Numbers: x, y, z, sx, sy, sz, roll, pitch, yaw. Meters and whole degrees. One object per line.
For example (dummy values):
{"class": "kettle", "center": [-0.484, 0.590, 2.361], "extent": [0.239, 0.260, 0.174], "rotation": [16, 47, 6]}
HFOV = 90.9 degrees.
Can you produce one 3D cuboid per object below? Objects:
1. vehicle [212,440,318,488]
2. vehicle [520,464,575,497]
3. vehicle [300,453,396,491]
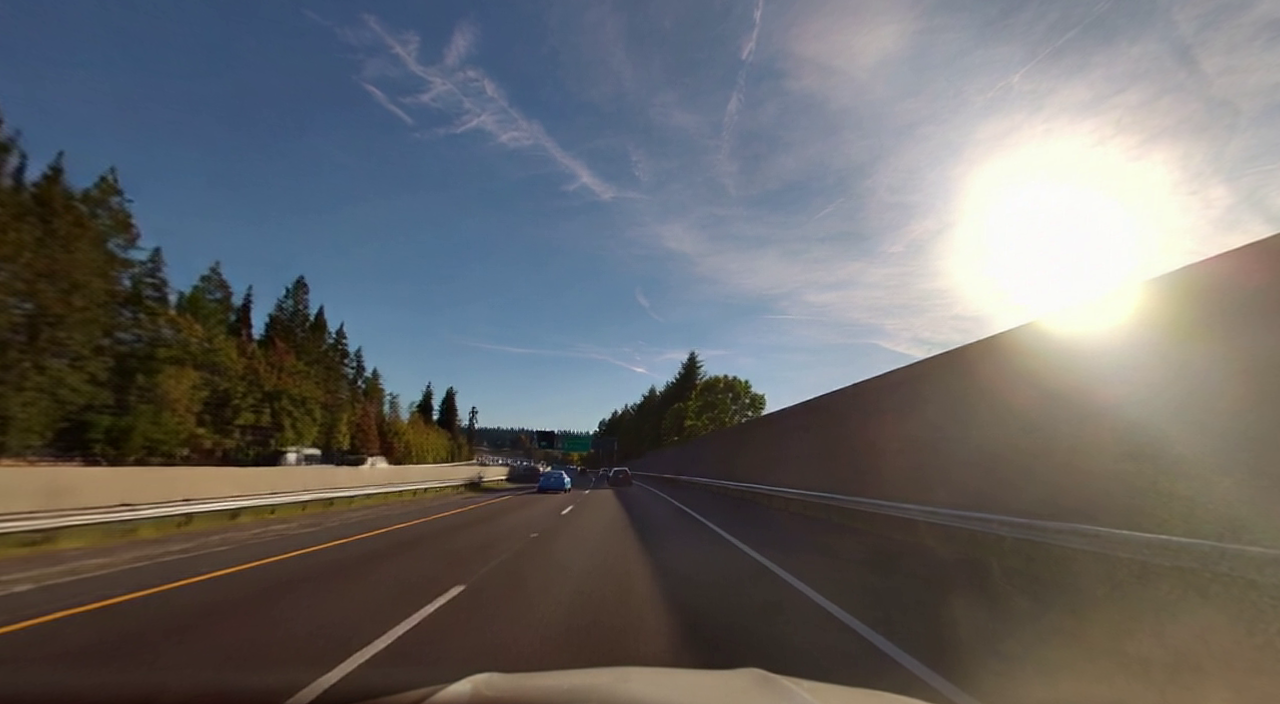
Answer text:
{"class": "vehicle", "center": [-16.450, 5.003, 27.952], "extent": [1.896, 1.914, 4.519], "rotation": [1, -11, -1]}
{"class": "vehicle", "center": [-4.654, 6.595, 32.500], "extent": [2.310, 1.521, 4.731], "rotation": [1, -11, -2]}
{"class": "vehicle", "center": [-12.626, 5.259, 27.661], "extent": [1.971, 1.512, 4.738], "rotation": [1, -11, -1]}
